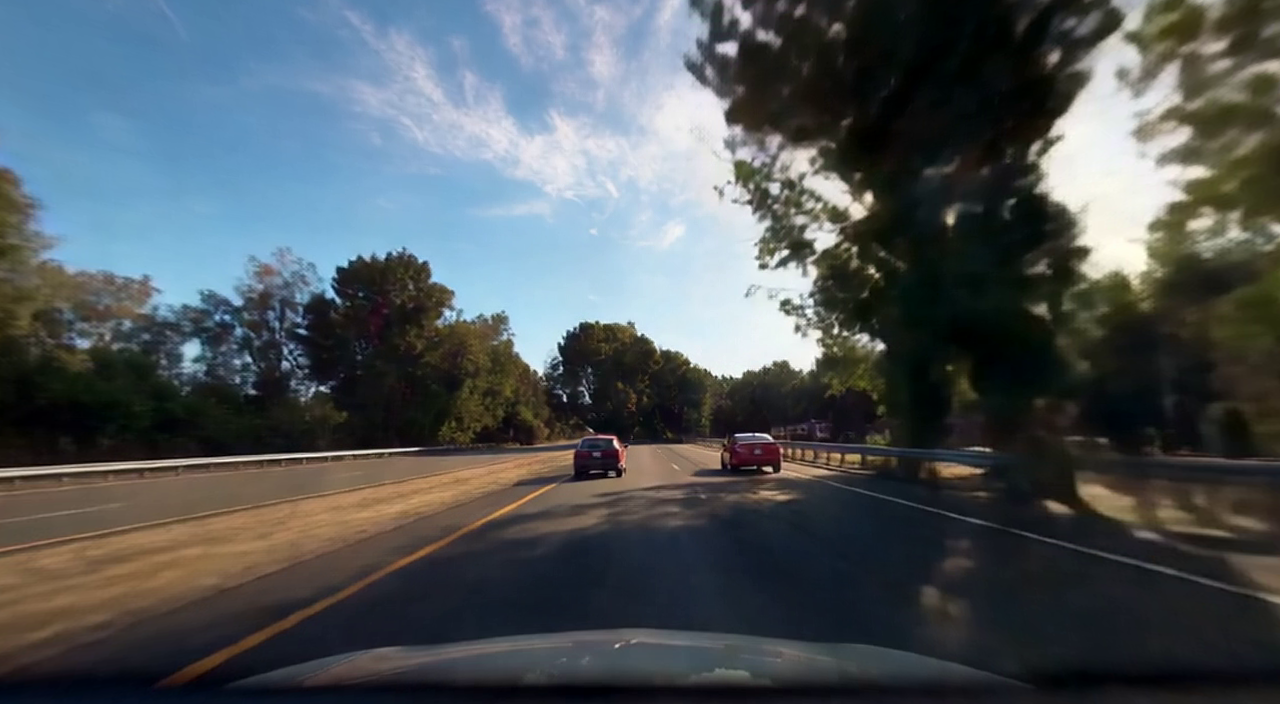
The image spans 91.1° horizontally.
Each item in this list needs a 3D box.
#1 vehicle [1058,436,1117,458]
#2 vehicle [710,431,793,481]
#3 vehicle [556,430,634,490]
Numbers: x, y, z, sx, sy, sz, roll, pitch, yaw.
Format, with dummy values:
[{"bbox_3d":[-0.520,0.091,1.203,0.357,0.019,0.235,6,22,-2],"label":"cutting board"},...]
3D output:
[{"bbox_3d":[30.501,6.437,42.931,1.735,1.441,3.832,-1,-8,10],"label":"vehicle"},{"bbox_3d":[3.625,3.441,21.273,2.010,1.508,4.285,0,-8,-1],"label":"vehicle"},{"bbox_3d":[-1.139,2.946,17.608,1.897,1.479,3.724,0,-8,0],"label":"vehicle"}]
